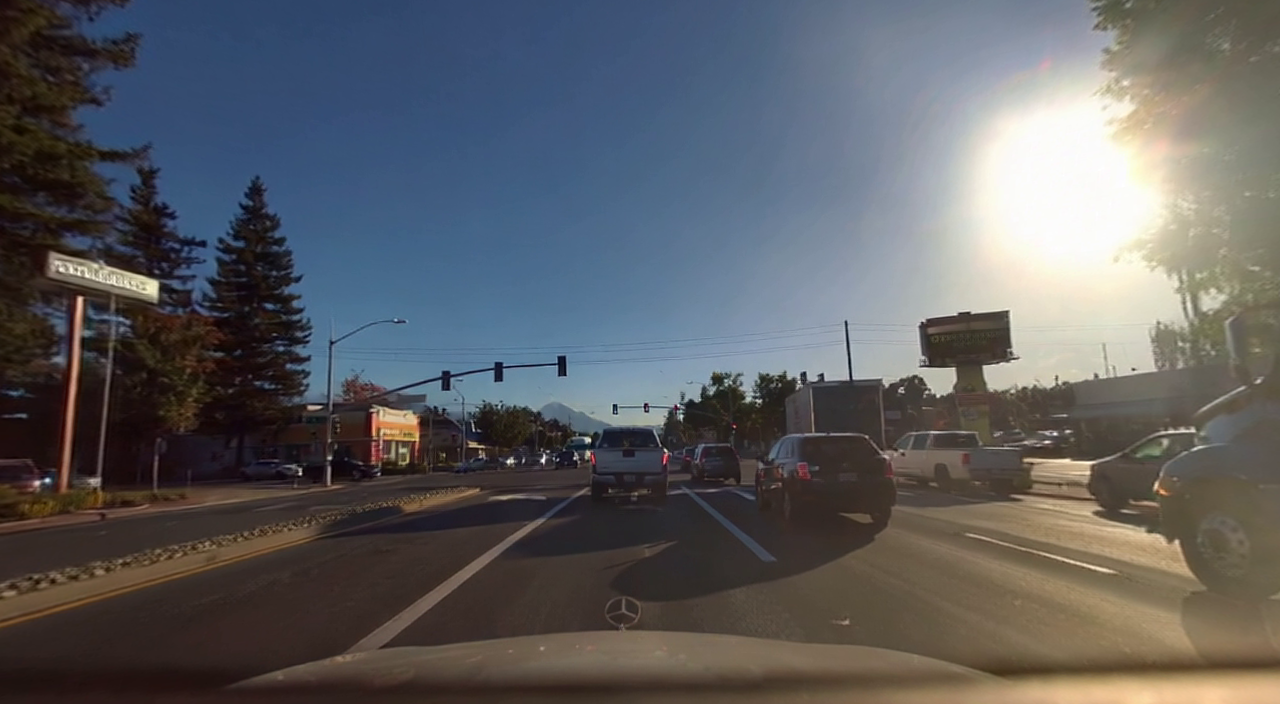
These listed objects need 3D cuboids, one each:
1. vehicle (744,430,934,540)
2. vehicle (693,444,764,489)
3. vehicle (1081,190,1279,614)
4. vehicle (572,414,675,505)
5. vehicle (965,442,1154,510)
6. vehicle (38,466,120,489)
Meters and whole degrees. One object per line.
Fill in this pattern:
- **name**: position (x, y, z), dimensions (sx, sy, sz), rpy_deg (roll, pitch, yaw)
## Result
- **vehicle**: position (3.335, 2.331, 11.822), dimensions (1.905, 1.587, 4.998), rpy_deg (0, -9, 0)
- **vehicle**: position (3.144, 4.162, 23.363), dimensions (1.922, 1.483, 4.436), rpy_deg (0, -9, -1)
- **vehicle**: position (6.474, 0.138, 3.339), dimensions (2.802, 3.322, 7.429), rpy_deg (0, -9, 0)
- **vehicle**: position (-0.433, 3.007, 18.004), dimensions (2.499, 2.183, 5.111), rpy_deg (0, -9, -1)
- **vehicle**: position (10.413, 3.079, 16.184), dimensions (1.768, 1.472, 4.350), rpy_deg (0, -9, -1)
- **vehicle**: position (-38.150, 8.514, 43.002), dimensions (4.150, 1.474, 1.826), rpy_deg (-2, -10, 9)
